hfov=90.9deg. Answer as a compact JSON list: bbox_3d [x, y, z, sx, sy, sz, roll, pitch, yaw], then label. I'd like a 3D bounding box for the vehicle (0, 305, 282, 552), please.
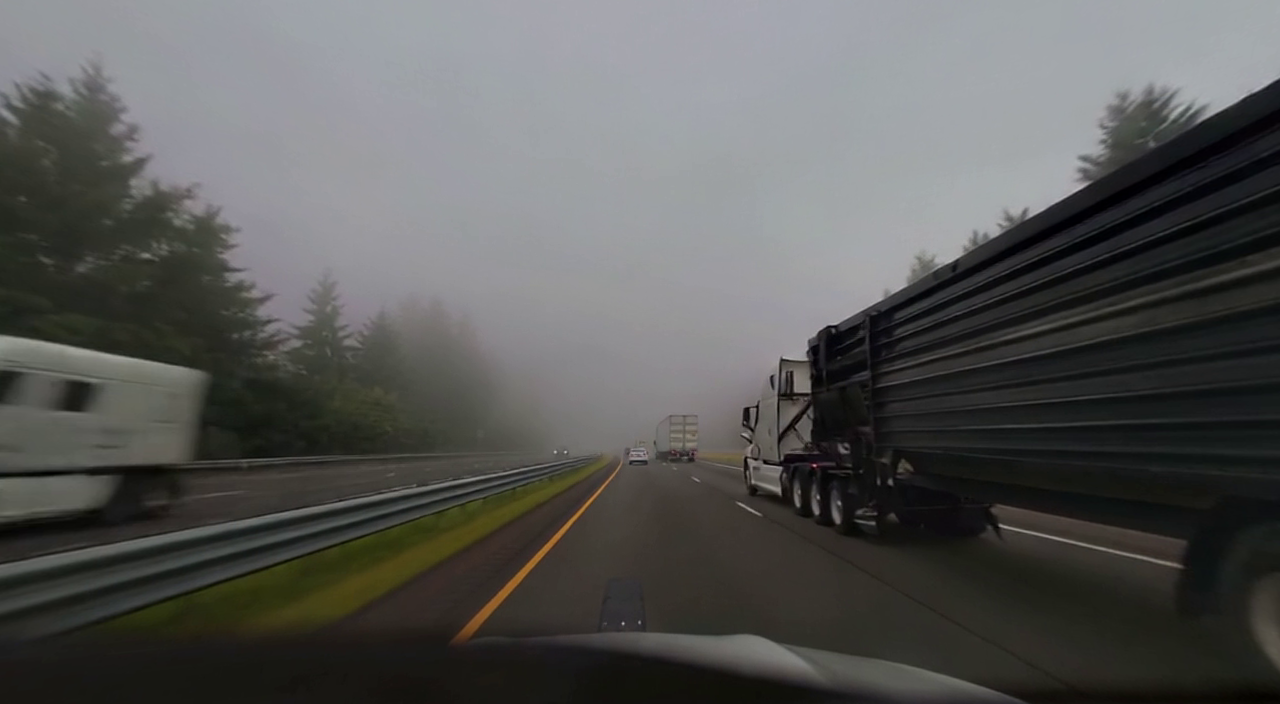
[{"bbox_3d":[-8.862,1.242,9.556,2.632,2.884,7.040,0,-9,0],"label":"vehicle"}]

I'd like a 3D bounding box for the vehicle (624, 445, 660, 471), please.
[{"bbox_3d":[0.050,6.481,38.742,2.051,1.513,4.511,0,-9,-1],"label":"vehicle"}]

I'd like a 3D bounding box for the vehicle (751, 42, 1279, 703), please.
[{"bbox_3d":[4.533,1.106,8.957,2.867,3.571,14.305,0,-9,-2],"label":"vehicle"}]
